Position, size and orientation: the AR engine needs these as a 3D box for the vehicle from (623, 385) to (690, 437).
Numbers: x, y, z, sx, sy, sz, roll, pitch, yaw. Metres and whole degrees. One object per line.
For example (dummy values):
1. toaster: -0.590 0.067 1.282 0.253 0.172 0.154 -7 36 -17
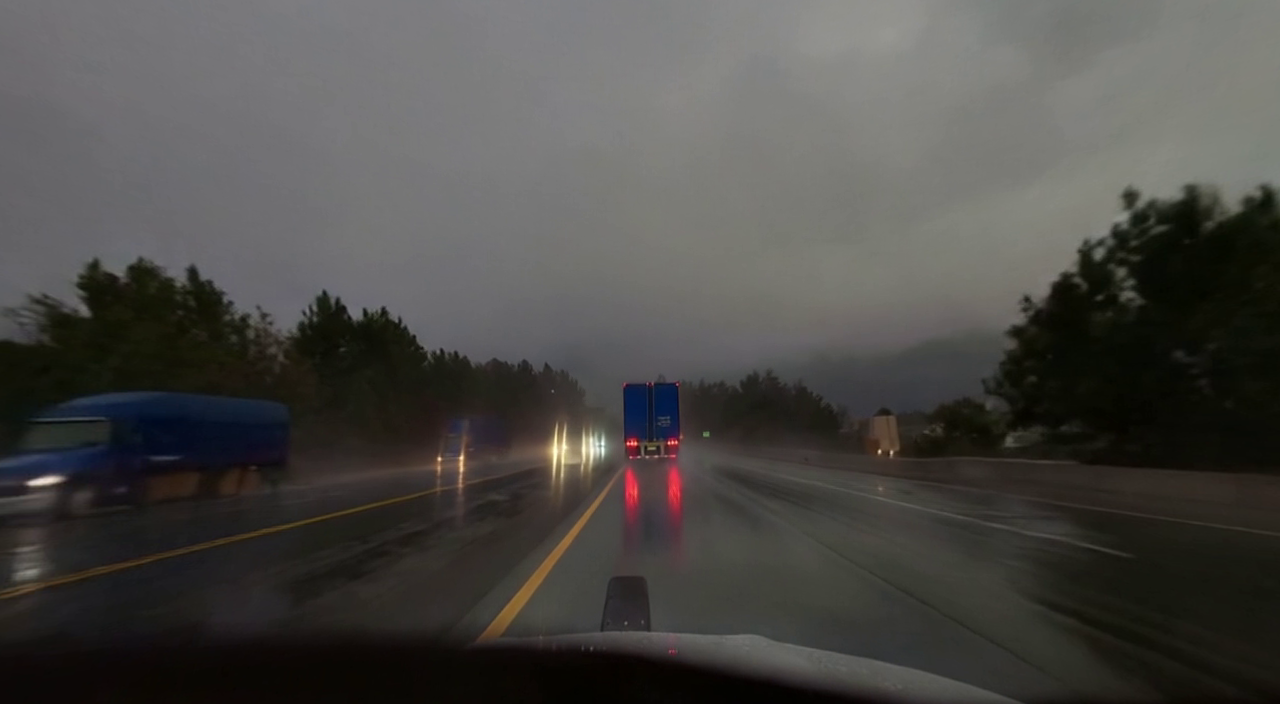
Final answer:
1. vehicle: 0.590 2.512 25.853 2.509 1.890 4.732 0 -8 -1

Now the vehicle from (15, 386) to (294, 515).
1. vehicle: -14.921 3.133 20.465 2.777 3.361 7.671 0 -8 1
